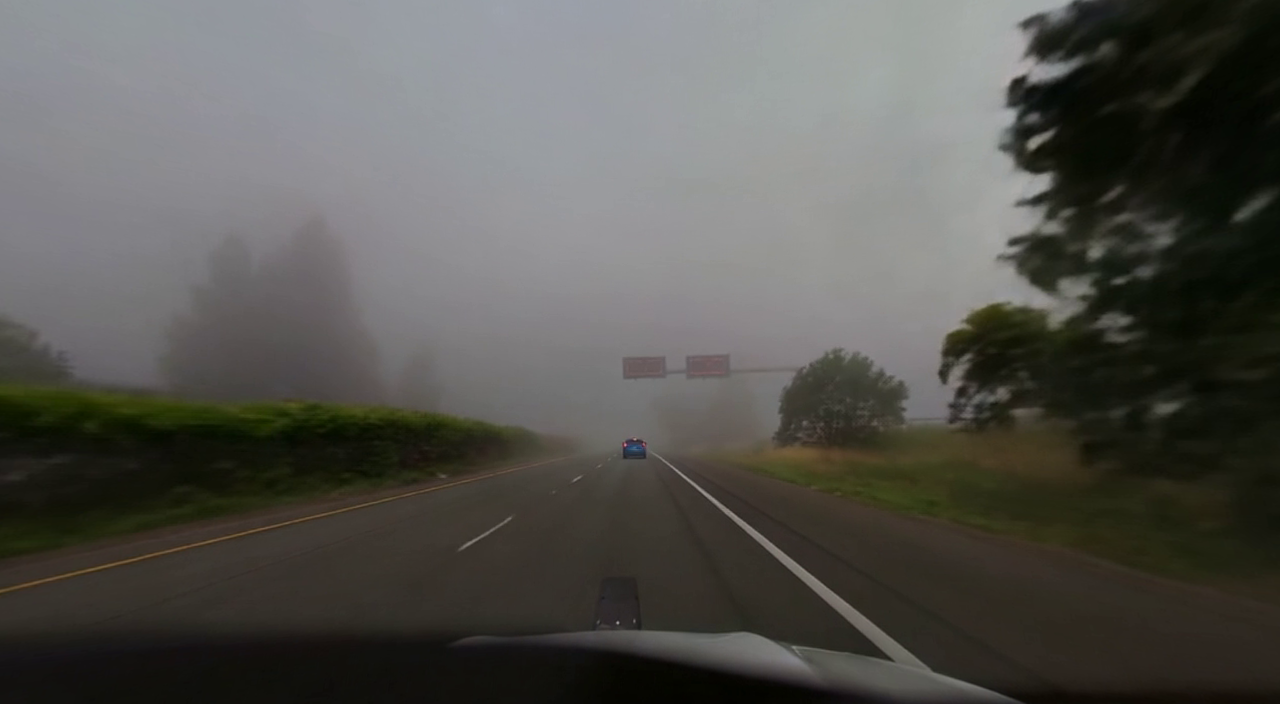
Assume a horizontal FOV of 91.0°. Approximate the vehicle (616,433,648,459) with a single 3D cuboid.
[{"bbox_3d":[-0.567,6.684,44.801,2.180,1.717,4.139,0,-8,-1],"label":"vehicle"}]
